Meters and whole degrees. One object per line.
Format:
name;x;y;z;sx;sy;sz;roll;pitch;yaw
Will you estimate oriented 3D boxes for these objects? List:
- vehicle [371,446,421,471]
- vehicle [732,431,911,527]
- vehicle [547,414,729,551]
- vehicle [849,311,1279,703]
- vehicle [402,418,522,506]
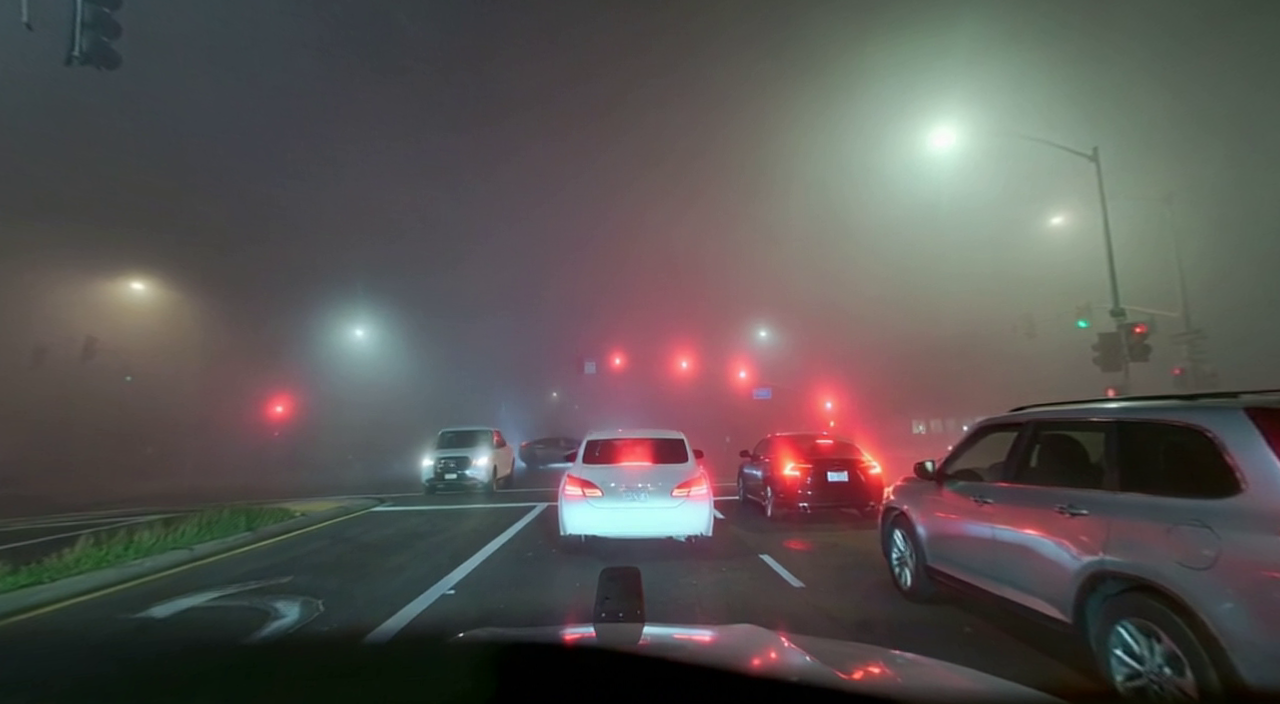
vehicle;-18.766;8.193;48.803;2.026;1.836;4.726;0;-8;0
vehicle;3.158;2.311;12.100;2.001;1.463;4.398;0;-8;-2
vehicle;-0.073;1.879;9.718;2.188;1.637;4.027;0;-8;-1
vehicle;3.016;0.971;3.578;2.103;1.701;4.294;0;-8;-1
vehicle;-4.176;2.654;15.613;2.021;1.837;4.448;1;-9;-5
